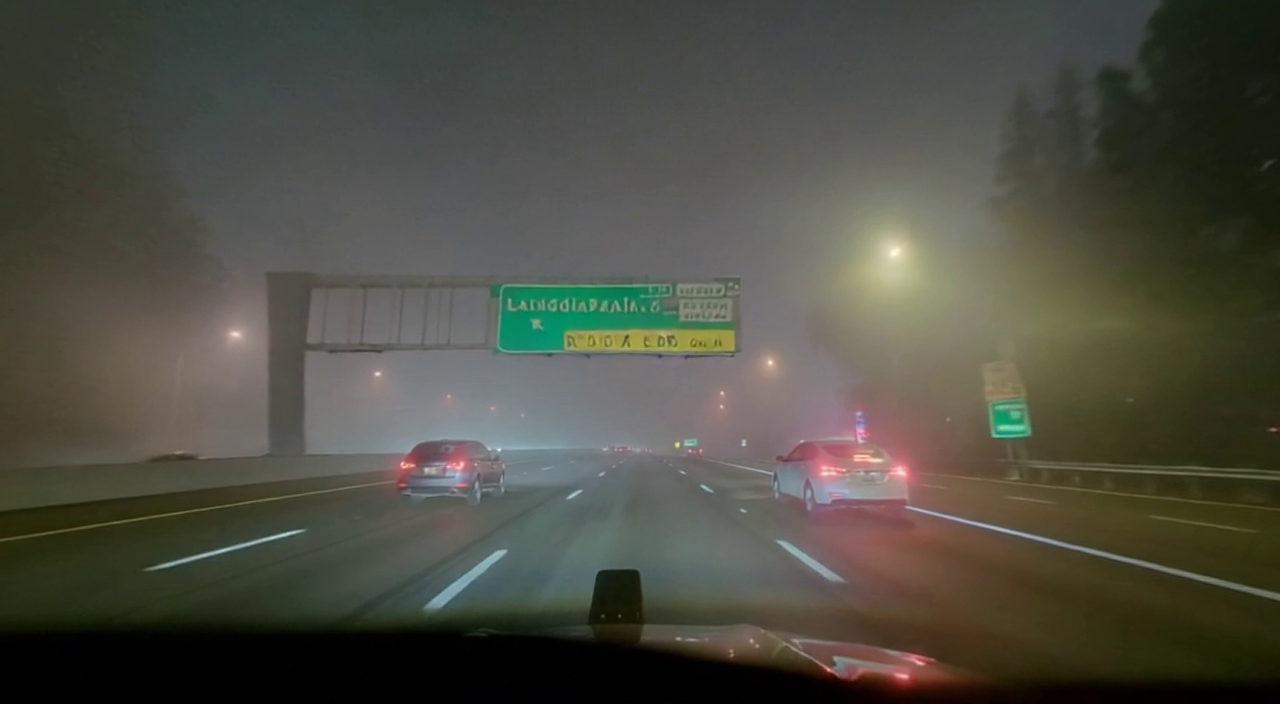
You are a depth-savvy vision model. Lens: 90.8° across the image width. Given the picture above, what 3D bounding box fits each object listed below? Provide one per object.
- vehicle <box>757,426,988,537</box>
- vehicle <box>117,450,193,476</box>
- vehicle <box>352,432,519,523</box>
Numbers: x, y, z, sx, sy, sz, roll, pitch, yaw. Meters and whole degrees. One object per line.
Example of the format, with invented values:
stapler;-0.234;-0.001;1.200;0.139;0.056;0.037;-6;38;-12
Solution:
vehicle;3.657;2.142;11.189;2.164;1.507;4.914;0;-8;-1
vehicle;-26.898;6.127;35.114;1.574;1.304;3.400;0;-8;-2
vehicle;-3.878;2.436;12.875;1.939;1.508;4.272;0;-8;1
